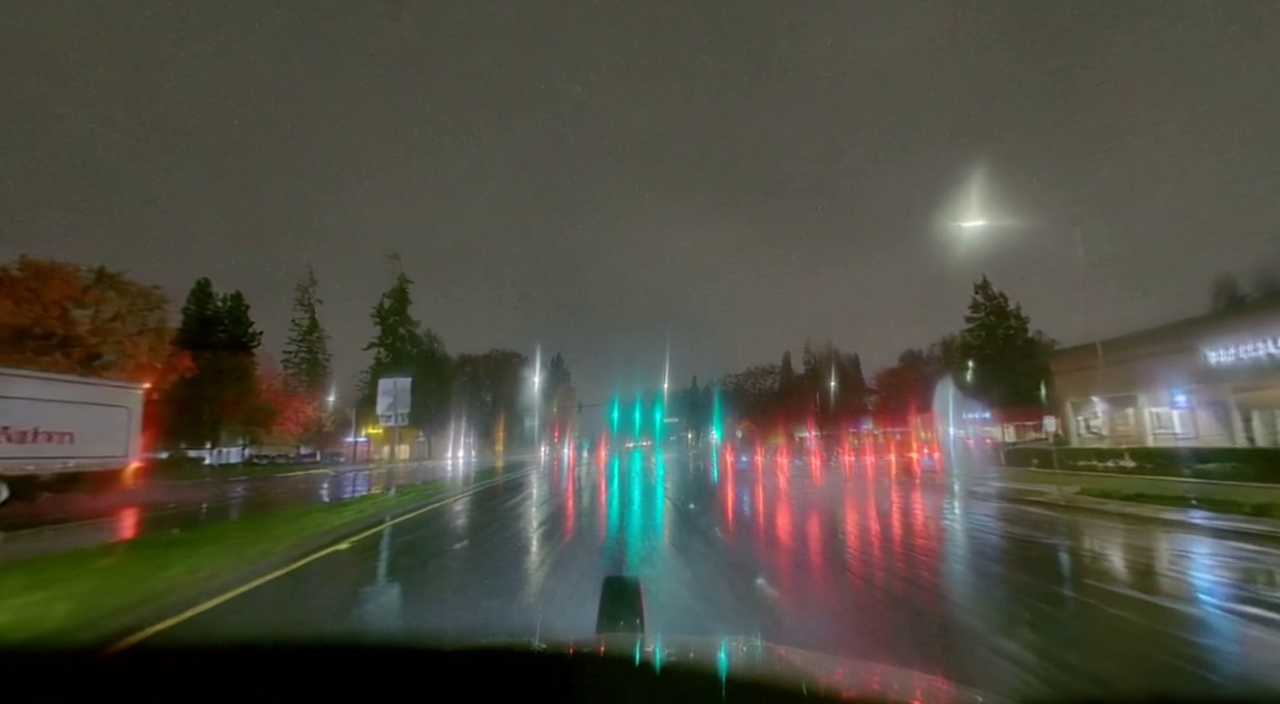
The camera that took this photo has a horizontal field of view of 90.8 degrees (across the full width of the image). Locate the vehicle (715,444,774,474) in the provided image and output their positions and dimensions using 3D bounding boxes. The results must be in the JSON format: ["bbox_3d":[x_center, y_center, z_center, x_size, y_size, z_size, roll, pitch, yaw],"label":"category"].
[{"bbox_3d":[5.529,5.714,34.093,2.075,1.475,4.571,1,-8,-4],"label":"vehicle"}]

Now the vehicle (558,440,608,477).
[{"bbox_3d":[-2.564,4.843,29.140,2.072,1.545,4.578,1,-8,-3],"label":"vehicle"}]

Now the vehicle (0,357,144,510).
[{"bbox_3d":[-19.203,1.705,13.803,3.133,4.167,16.699,0,-8,0],"label":"vehicle"}]
